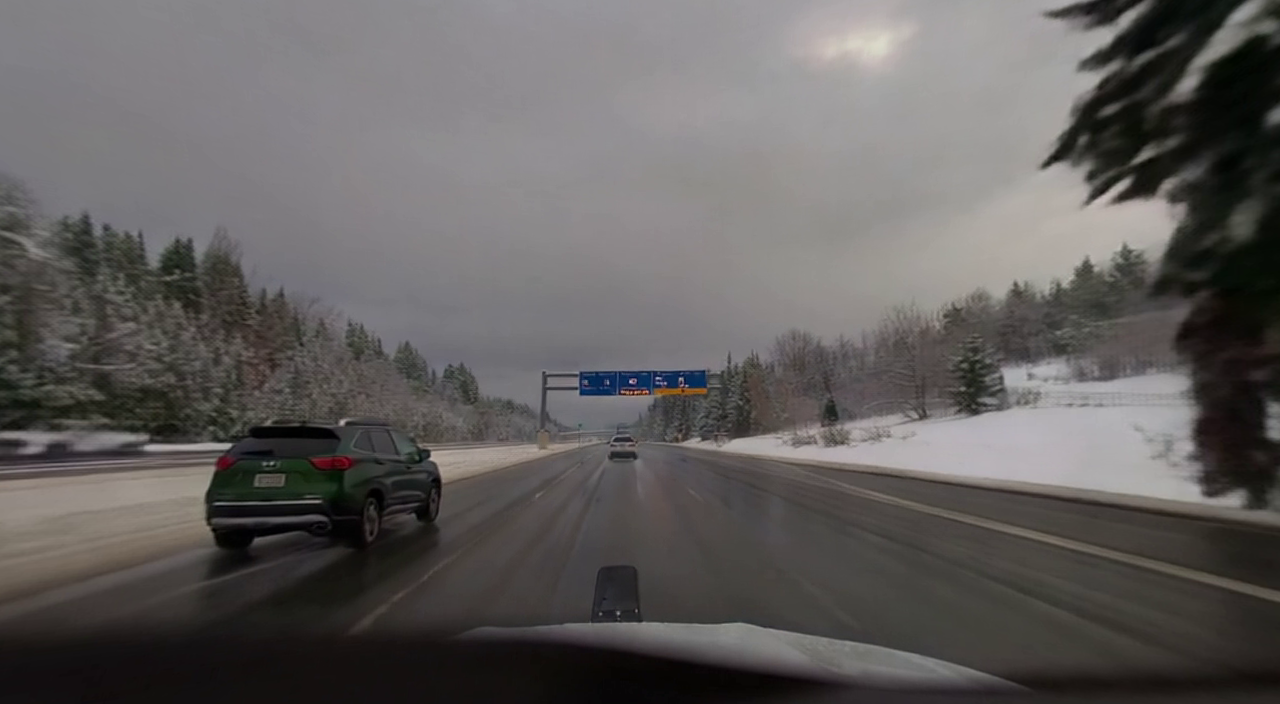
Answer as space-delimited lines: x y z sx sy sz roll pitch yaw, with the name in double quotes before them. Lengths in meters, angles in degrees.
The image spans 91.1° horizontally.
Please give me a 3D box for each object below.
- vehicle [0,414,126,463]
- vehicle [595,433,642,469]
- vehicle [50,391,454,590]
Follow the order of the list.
"vehicle" -20.439 2.948 21.430 2.003 1.476 4.565 0 -8 -1
"vehicle" -0.959 4.513 28.965 2.010 1.534 4.013 0 -8 -2
"vehicle" -3.997 1.485 7.707 2.111 1.689 4.505 0 -8 -1
